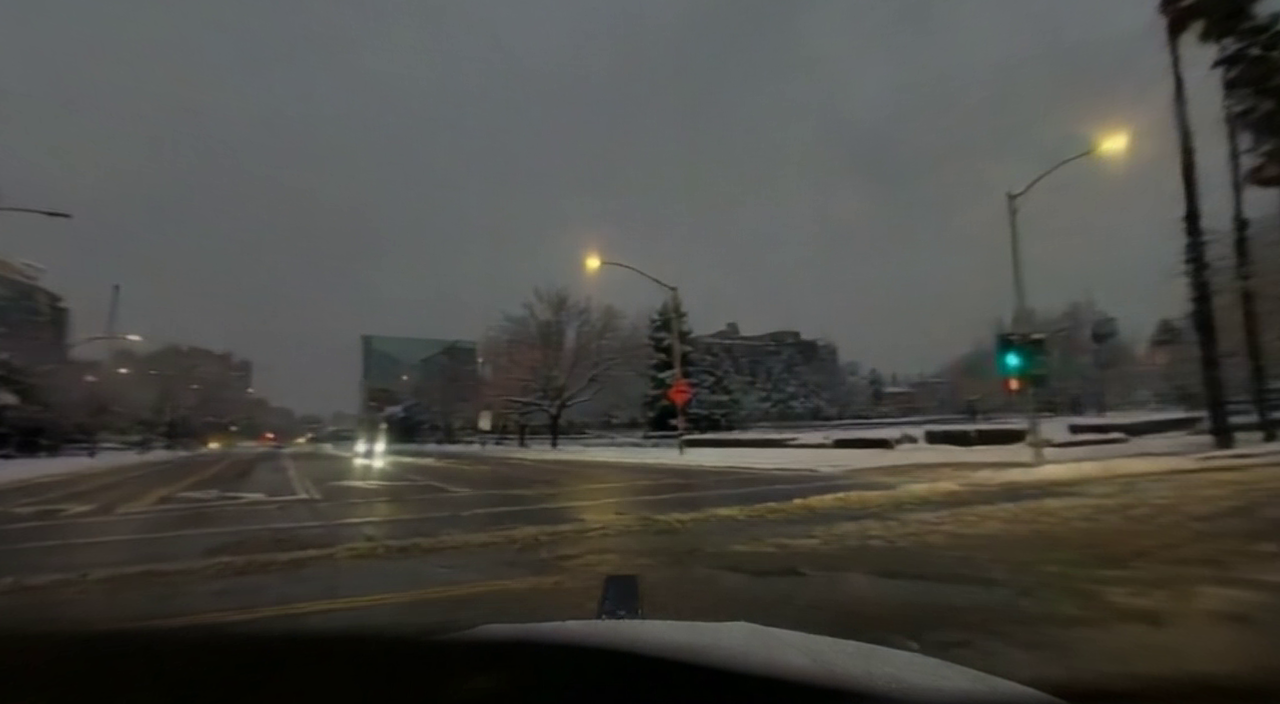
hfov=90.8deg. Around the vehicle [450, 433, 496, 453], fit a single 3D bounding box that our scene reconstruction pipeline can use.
[{"bbox_3d":[-13.189,7.196,49.641,1.870,1.456,4.605,6,-11,-35],"label":"vehicle"}]
